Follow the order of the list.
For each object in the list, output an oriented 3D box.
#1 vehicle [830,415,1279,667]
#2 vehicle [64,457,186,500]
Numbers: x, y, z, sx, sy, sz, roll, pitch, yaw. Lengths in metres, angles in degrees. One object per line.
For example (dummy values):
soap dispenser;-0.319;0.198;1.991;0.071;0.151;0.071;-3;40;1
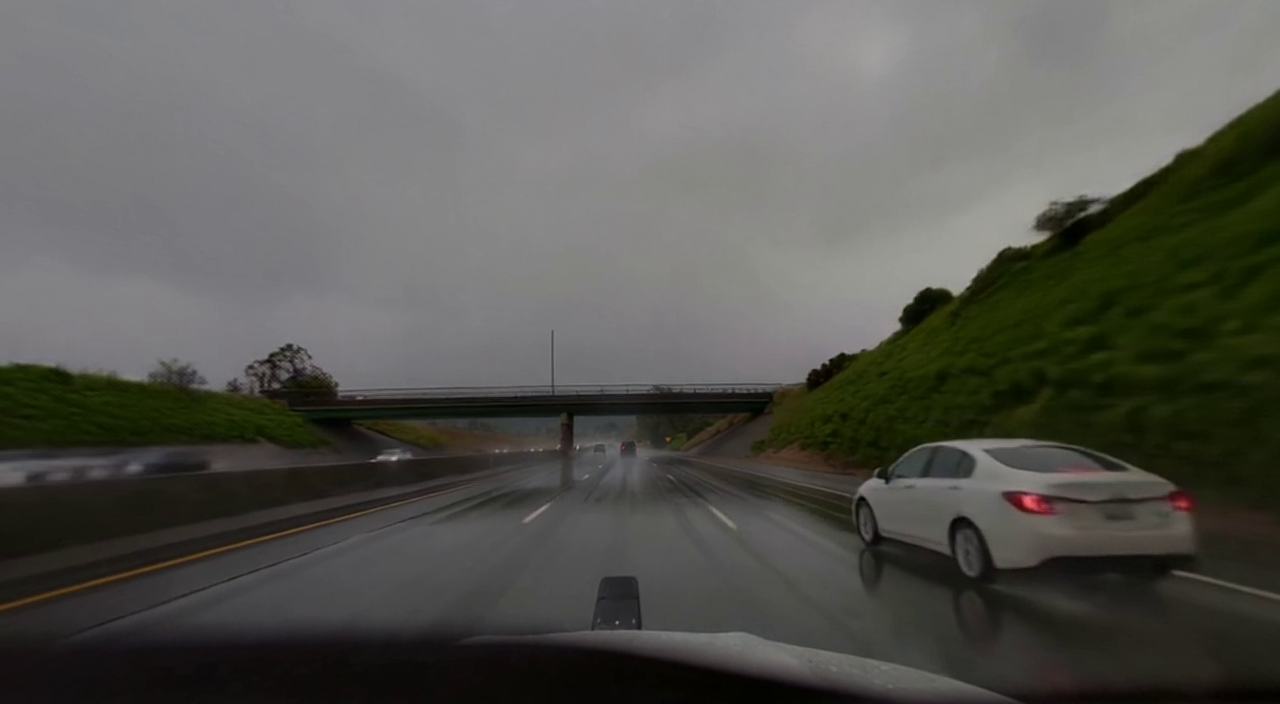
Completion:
vehicle;3.568;1.438;6.017;2.079;1.515;4.196;0;-8;-2
vehicle;-19.882;4.845;24.558;1.654;1.412;3.751;0;-8;-1
